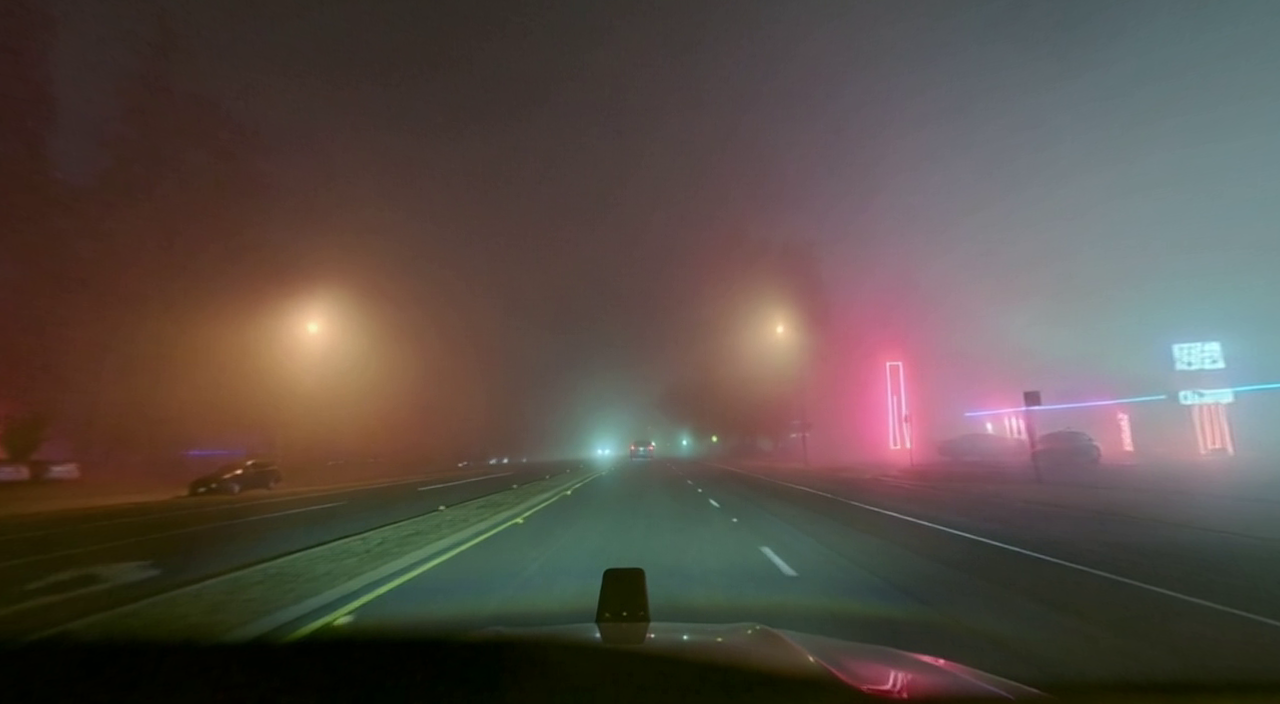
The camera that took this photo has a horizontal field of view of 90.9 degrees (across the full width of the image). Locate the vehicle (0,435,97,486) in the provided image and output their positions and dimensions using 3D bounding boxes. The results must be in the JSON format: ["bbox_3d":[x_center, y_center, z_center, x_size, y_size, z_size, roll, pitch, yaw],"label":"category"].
[{"bbox_3d":[-28.209,4.865,28.597,5.585,2.094,2.476,-2,-9,15],"label":"vehicle"}]

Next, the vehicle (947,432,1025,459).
[{"bbox_3d":[23.253,6.318,42.614,2.217,1.737,4.962,1,-8,-3],"label":"vehicle"}]

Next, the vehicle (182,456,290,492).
[{"bbox_3d":[-18.833,5.694,29.719,1.815,1.453,4.870,0,-8,1],"label":"vehicle"}]
